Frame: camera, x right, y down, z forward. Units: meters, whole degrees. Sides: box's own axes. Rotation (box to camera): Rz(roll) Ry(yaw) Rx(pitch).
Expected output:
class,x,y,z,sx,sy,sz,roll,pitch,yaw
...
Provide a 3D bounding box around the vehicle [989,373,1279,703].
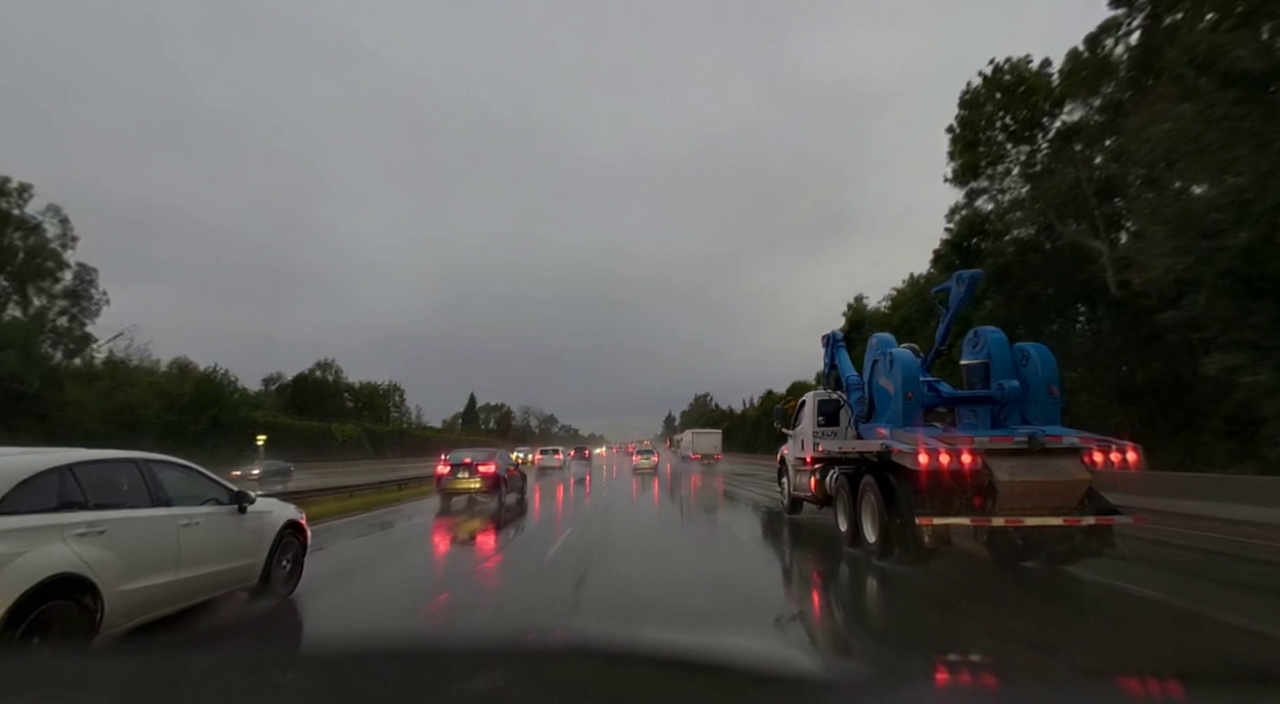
class,x,y,z,sx,sy,sz,roll,pitch,yaw
vehicle,4.105,0.812,2.094,2.599,1.631,5.693,0,-9,0

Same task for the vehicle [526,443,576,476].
class,x,y,z,sx,sy,sz,roll,pitch,yaw
vehicle,-4.378,5.359,31.455,1.858,1.527,3.974,0,-9,1

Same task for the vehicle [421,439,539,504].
class,x,y,z,sx,sy,sz,roll,pitch,yaw
vehicle,-4.128,3.172,17.098,1.880,1.507,4.757,-1,-9,1

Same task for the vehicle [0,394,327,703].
class,x,y,z,sx,sy,sz,roll,pitch,yaw
vehicle,-4.153,1.166,4.163,1.978,1.556,4.119,0,-9,0

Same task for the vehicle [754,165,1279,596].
class,x,y,z,sx,sy,sz,roll,pitch,yaw
vehicle,3.996,0.800,9.437,2.975,3.618,8.456,0,-9,0

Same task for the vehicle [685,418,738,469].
class,x,y,z,sx,sy,sz,roll,pitch,yaw
vehicle,4.352,5.769,39.325,2.416,2.829,7.016,0,-9,-1

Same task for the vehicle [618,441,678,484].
class,x,y,z,sx,sy,sz,roll,pitch,yaw
vehicle,0.262,4.229,24.245,2.150,1.498,3.988,0,-9,-1
